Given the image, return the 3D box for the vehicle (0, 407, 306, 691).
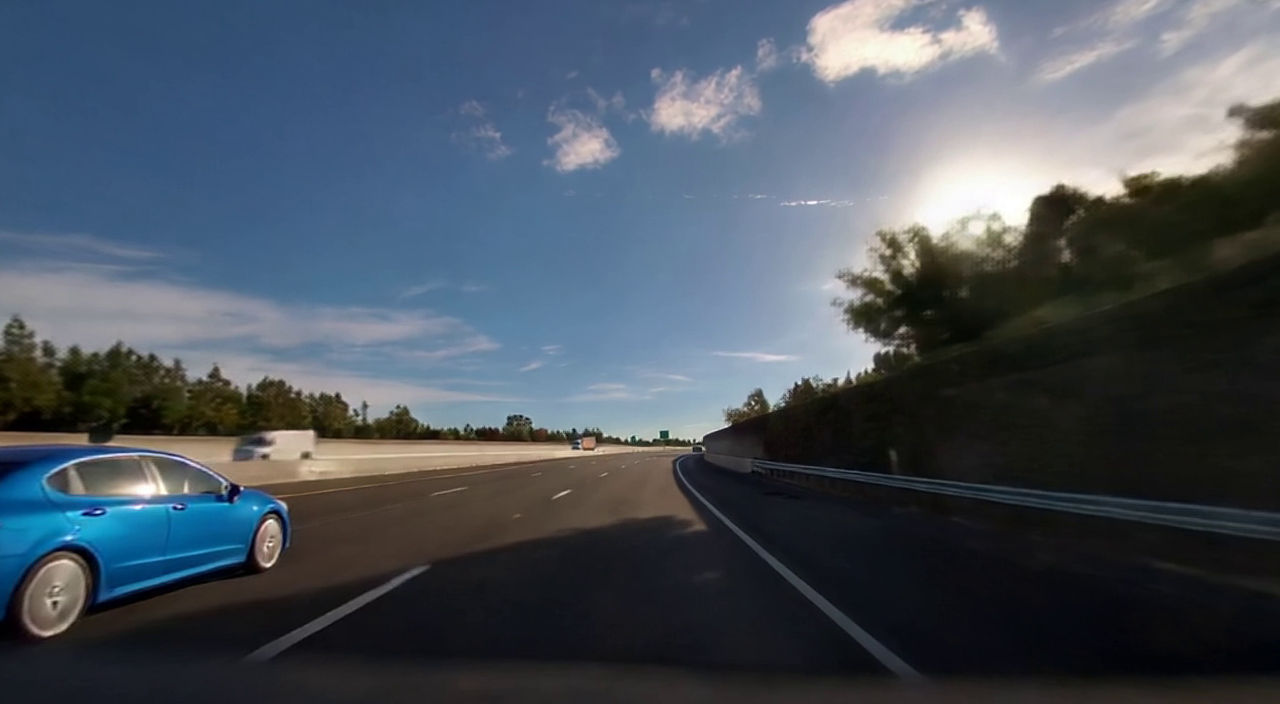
[{"bbox_3d":[-4.392,1.228,4.494,1.928,1.504,3.745,0,-9,0],"label":"vehicle"}]
